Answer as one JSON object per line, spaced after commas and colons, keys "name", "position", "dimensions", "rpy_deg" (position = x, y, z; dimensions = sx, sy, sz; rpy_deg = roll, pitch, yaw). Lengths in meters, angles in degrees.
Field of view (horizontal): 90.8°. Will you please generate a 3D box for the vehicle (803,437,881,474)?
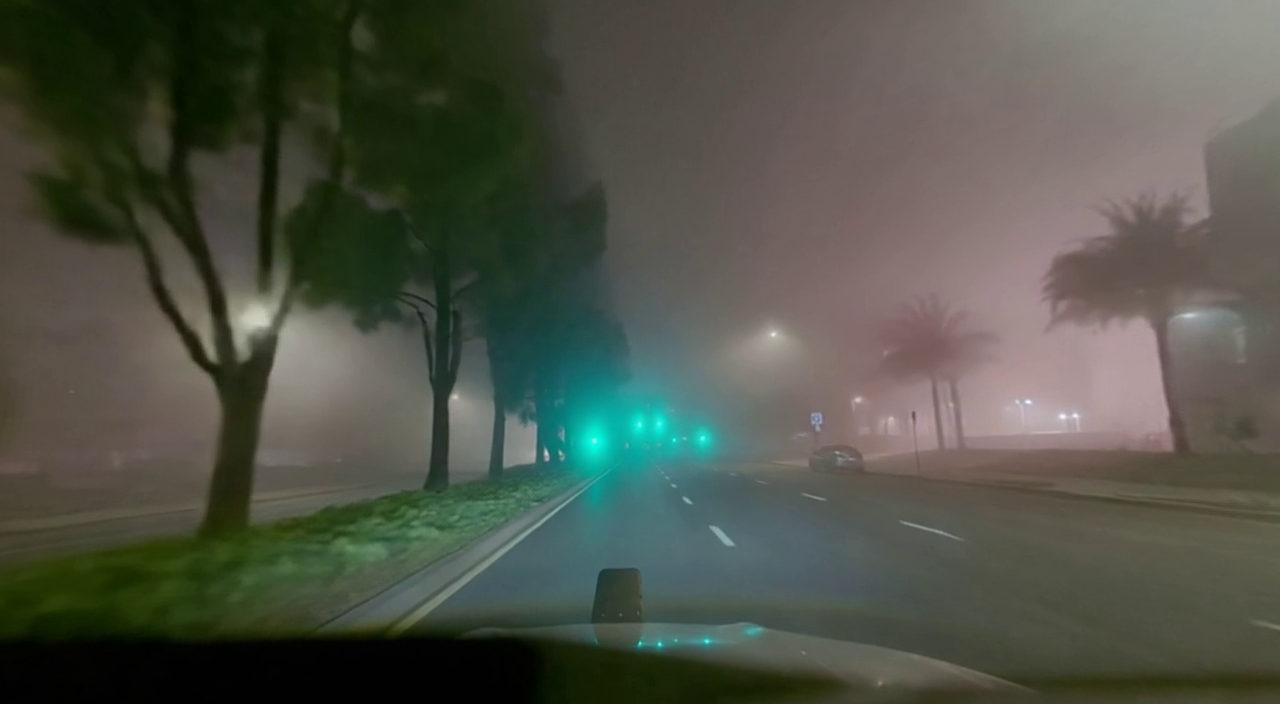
{"name": "vehicle", "position": [9.971, 5.157, 31.696], "dimensions": [2.051, 1.726, 4.898], "rpy_deg": [0, -9, -3]}
